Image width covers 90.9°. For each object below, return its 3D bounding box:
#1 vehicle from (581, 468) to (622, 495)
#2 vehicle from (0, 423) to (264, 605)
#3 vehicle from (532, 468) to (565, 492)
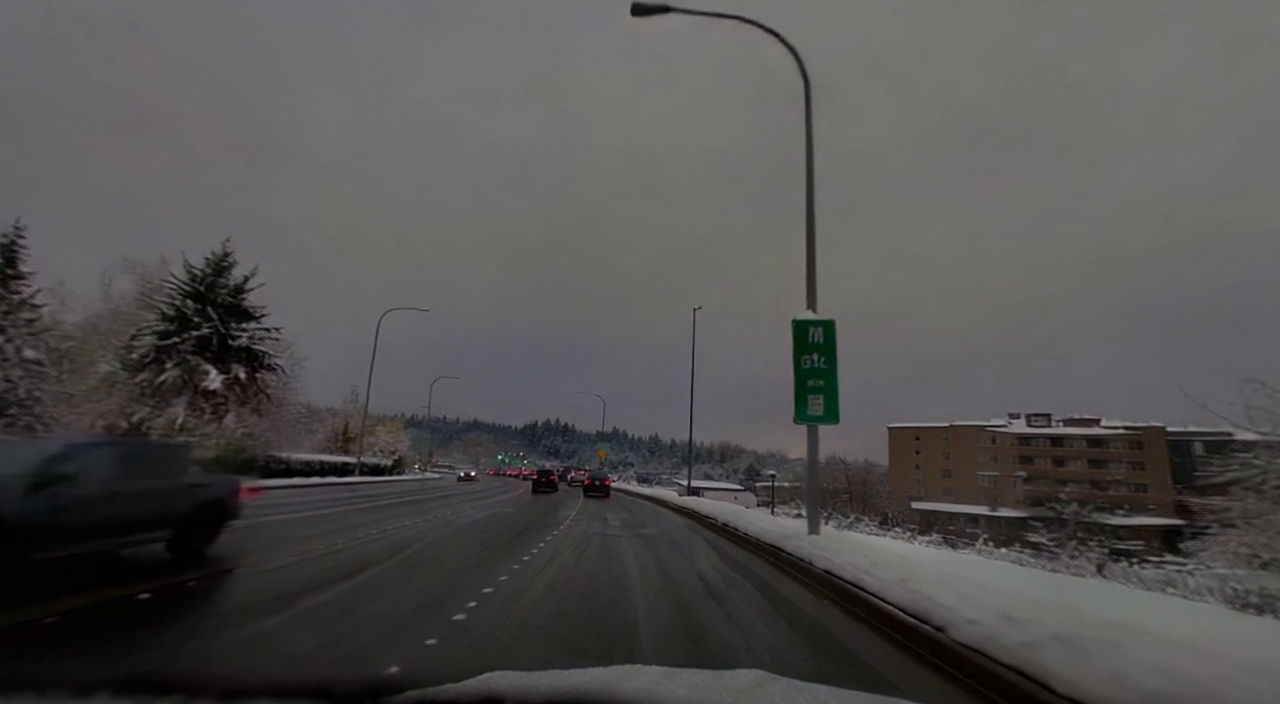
[{"bbox_3d":[-2.415,7.864,38.422,2.129,1.471,4.258,2,-10,-7],"label":"vehicle"},{"bbox_3d":[-6.704,1.745,7.377,2.016,1.573,4.259,1,-10,-2],"label":"vehicle"},{"bbox_3d":[-6.165,8.659,42.872,2.030,1.441,4.806,2,-11,-7],"label":"vehicle"}]
